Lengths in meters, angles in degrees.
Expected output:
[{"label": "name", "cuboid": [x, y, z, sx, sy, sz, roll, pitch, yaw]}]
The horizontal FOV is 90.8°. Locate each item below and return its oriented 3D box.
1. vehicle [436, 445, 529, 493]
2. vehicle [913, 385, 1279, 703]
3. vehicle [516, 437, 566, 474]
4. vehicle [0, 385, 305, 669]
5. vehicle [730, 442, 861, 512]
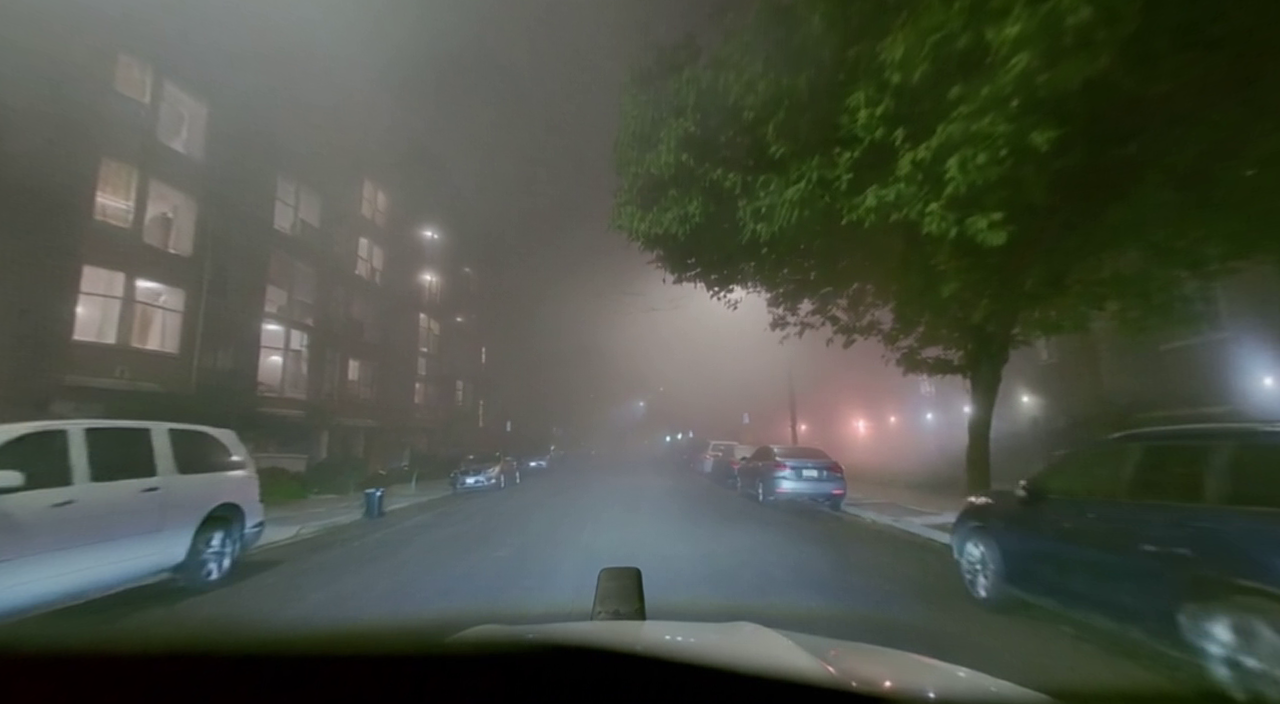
[{"label": "vehicle", "cuboid": [-5.313, 3.987, 21.994, 2.080, 1.458, 4.511, -1, -8, 0]}, {"label": "vehicle", "cuboid": [3.800, 1.145, 3.925, 1.992, 1.643, 4.735, 0, -8, -1]}, {"label": "vehicle", "cuboid": [-5.449, 5.743, 35.356, 2.069, 1.881, 4.697, 0, -8, -1]}, {"label": "vehicle", "cuboid": [-5.270, 1.330, 5.295, 2.213, 1.825, 4.986, -1, -8, 0]}, {"label": "vehicle", "cuboid": [3.649, 3.003, 15.832, 1.881, 1.460, 4.737, 1, -8, -3]}]
